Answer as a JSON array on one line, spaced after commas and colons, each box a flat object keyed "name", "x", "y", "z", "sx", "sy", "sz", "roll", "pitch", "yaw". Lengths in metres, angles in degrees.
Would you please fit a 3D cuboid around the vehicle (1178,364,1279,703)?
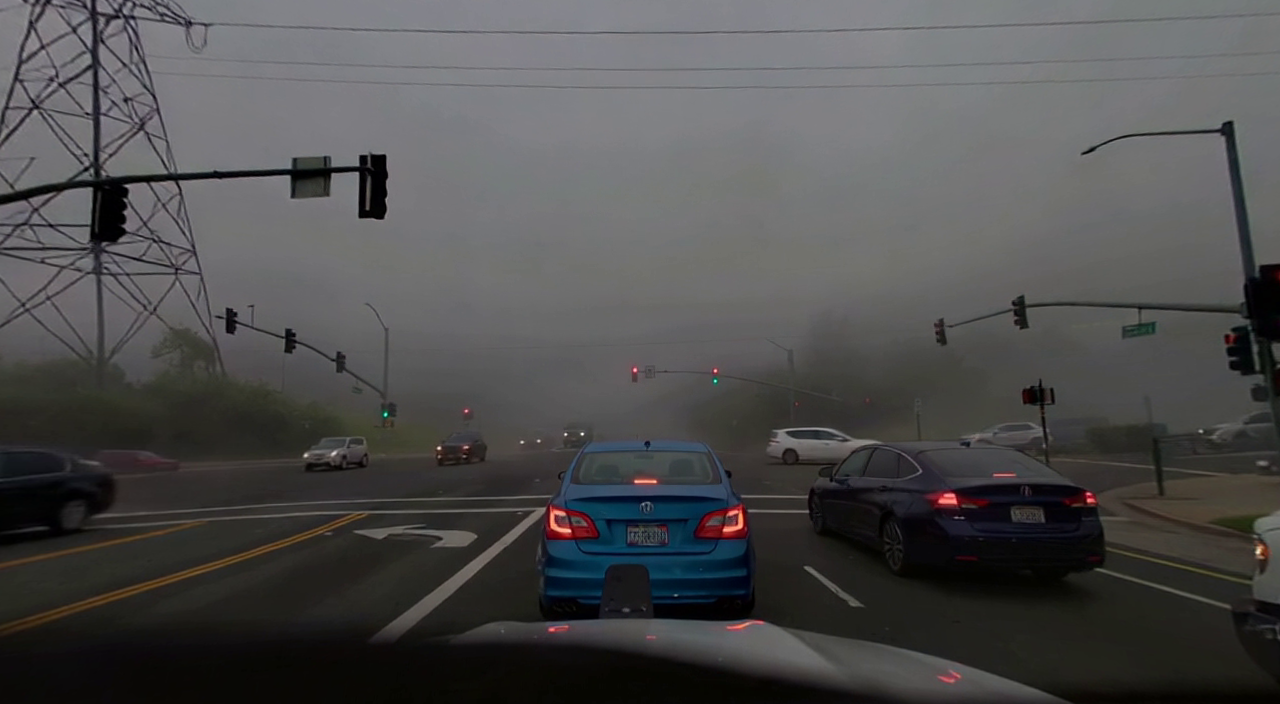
[{"name": "vehicle", "x": 3.409, "y": 0.589, "z": 0.629, "sx": 1.926, "sy": 1.614, "sz": 4.330, "roll": 0, "pitch": -8, "yaw": 1}]

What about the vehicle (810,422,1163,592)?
[{"name": "vehicle", "x": 3.646, "y": 1.683, "z": 7.723, "sx": 1.835, "sy": 1.473, "sz": 4.190, "roll": 0, "pitch": -8, "yaw": -2}]

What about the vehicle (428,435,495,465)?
[{"name": "vehicle", "x": -9.659, "y": 5.370, "z": 34.582, "sx": 1.992, "sy": 1.480, "sz": 4.743, "roll": -1, "pitch": -8, "yaw": 4}]

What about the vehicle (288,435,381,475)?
[{"name": "vehicle", "x": -14.397, "y": 4.870, "z": 30.034, "sx": 1.955, "sy": 1.694, "sz": 4.625, "roll": -1, "pitch": -8, "yaw": 3}]

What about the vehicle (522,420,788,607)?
[{"name": "vehicle", "x": 0.106, "y": 1.596, "z": 7.126, "sx": 2.117, "sy": 1.474, "sz": 4.036, "roll": 0, "pitch": -8, "yaw": 0}]

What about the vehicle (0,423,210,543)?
[{"name": "vehicle", "x": -10.379, "y": 2.179, "z": 10.985, "sx": 2.239, "sy": 1.719, "sz": 4.948, "roll": 0, "pitch": -8, "yaw": 0}]
